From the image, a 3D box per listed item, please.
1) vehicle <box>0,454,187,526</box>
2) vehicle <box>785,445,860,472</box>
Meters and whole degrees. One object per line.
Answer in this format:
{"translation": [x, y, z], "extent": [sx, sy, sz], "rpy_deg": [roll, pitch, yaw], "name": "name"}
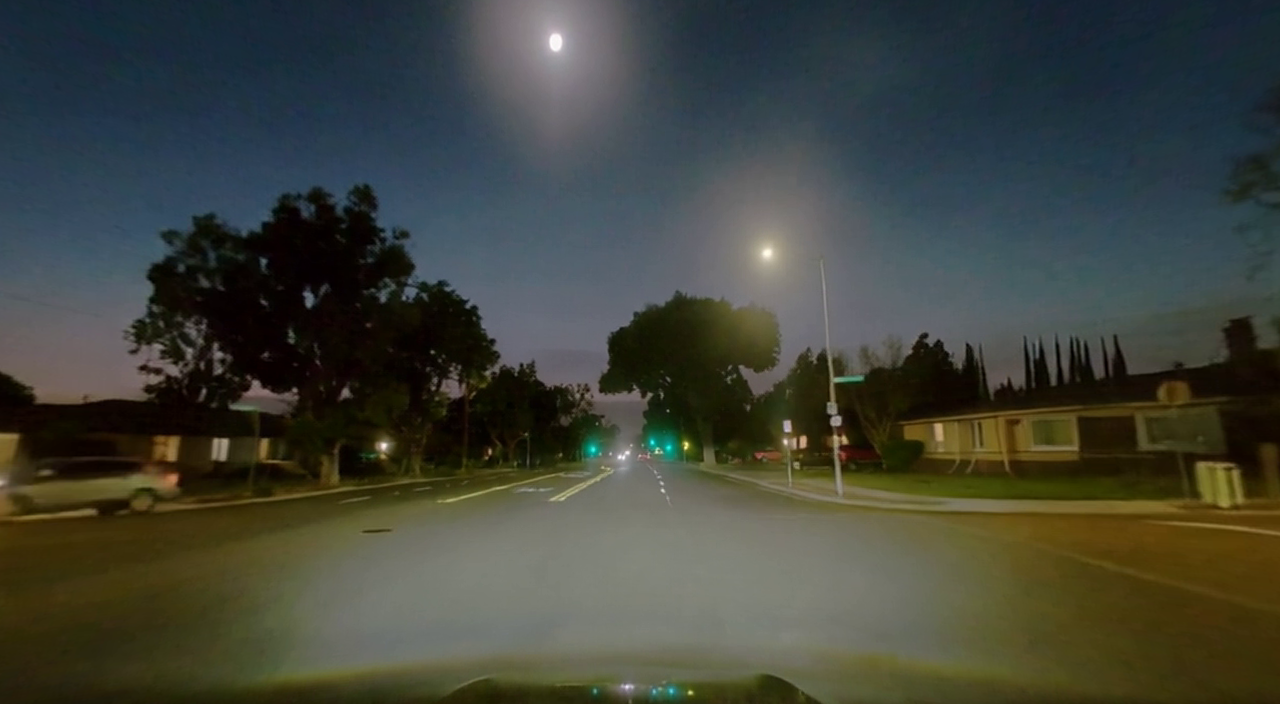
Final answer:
{"translation": [-14.792, 3.431, 16.118], "extent": [2.064, 1.596, 4.716], "rpy_deg": [-6, -11, 33], "name": "vehicle"}
{"translation": [13.135, 7.700, 45.797], "extent": [4.912, 1.895, 2.047], "rpy_deg": [-1, -9, 7], "name": "vehicle"}
